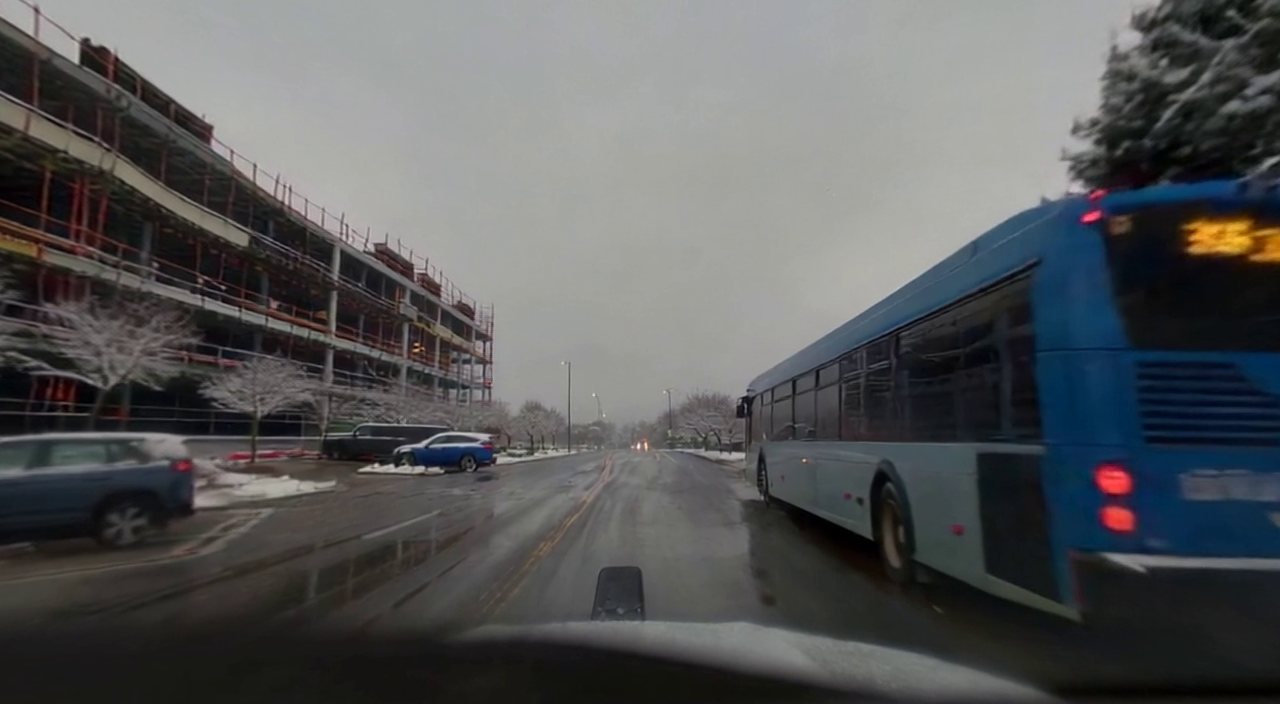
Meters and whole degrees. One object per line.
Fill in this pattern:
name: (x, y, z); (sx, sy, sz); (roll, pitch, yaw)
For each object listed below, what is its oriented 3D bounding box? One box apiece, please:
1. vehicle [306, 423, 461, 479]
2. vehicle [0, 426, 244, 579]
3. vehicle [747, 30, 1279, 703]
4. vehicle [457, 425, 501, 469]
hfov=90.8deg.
vehicle: (-13.500, 5.288, 33.922); (7.067, 2.785, 2.980); (1, -8, -9)
vehicle: (-7.821, 1.795, 7.899); (4.689, 1.683, 2.065); (5, -10, -30)
vehicle: (3.827, 0.922, 9.196); (3.040, 3.424, 12.508); (0, -8, 3)
vehicle: (-8.012, 4.724, 31.635); (1.515, 2.074, 2.668); (0, -7, -1)
